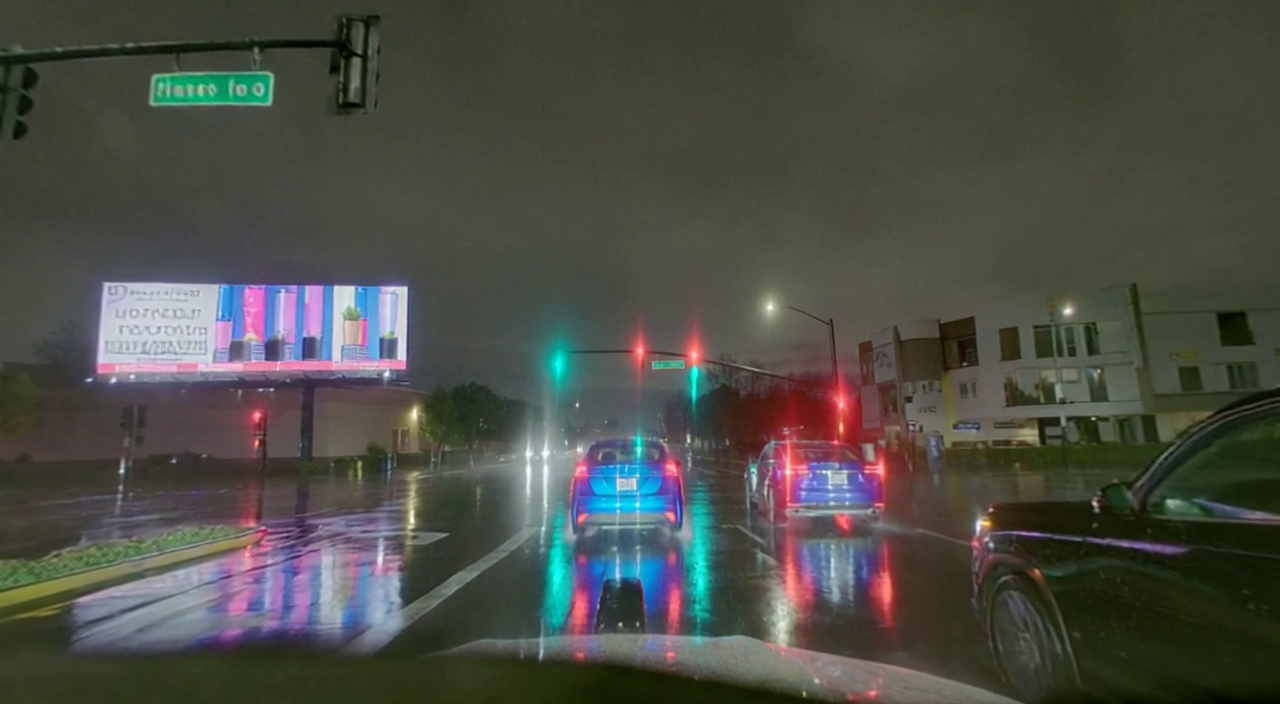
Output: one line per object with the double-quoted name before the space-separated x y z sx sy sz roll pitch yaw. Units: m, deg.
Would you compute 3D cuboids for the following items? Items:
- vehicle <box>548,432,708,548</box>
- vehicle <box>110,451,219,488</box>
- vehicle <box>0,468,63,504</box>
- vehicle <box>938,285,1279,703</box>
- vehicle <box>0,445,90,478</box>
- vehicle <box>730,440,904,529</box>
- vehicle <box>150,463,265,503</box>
"vehicle" -0.177 2.105 10.307 2.095 1.502 3.873 0 -8 -1
"vehicle" -27.550 6.804 36.875 2.300 1.932 5.056 -1 -9 2
"vehicle" -28.055 6.102 28.967 1.972 1.433 4.324 8 -12 -39
"vehicle" 2.990 0.683 1.879 2.047 1.785 4.357 0 -8 0
"vehicle" -35.715 6.356 37.022 2.145 1.797 5.198 -1 -8 1
"vehicle" 3.175 2.466 12.461 2.009 1.414 4.416 0 -8 -2
"vehicle" -19.130 5.786 28.237 1.942 1.453 4.448 0 -8 0
